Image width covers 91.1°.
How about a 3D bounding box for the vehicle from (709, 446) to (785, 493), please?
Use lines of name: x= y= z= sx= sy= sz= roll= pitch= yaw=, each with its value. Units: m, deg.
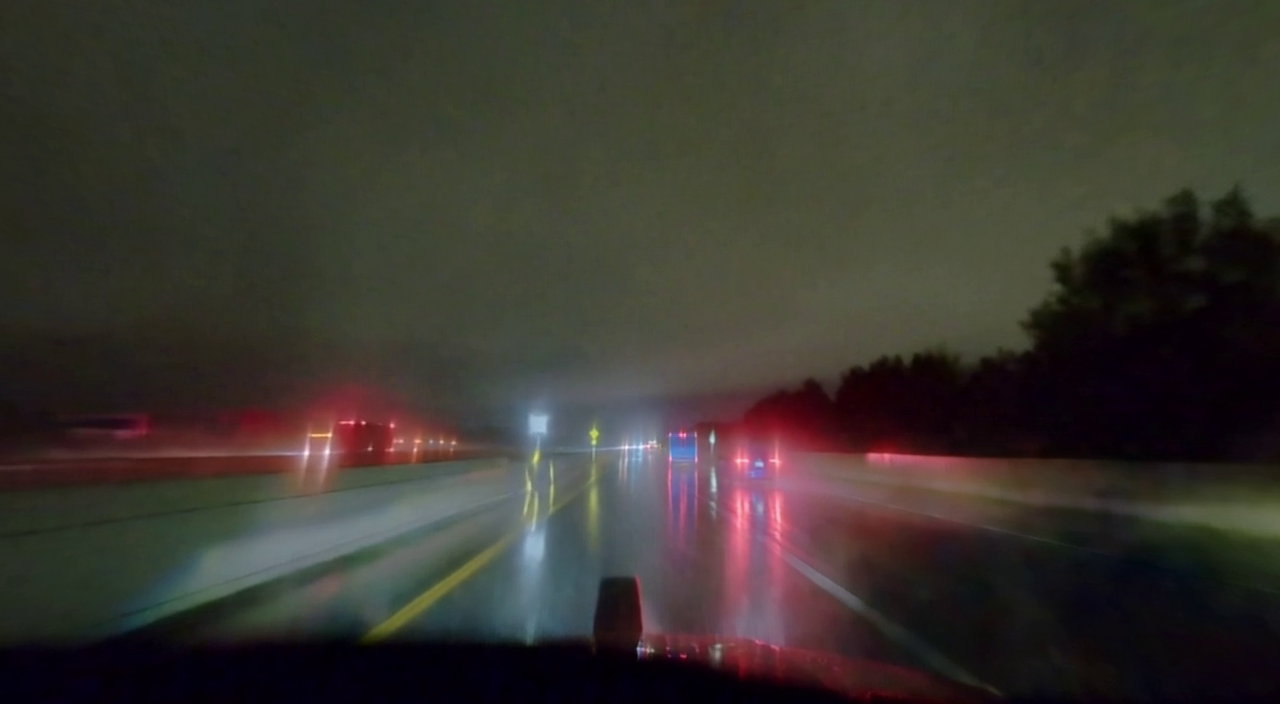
vehicle: x=3.593 y=4.019 z=21.790 sx=1.836 sy=1.459 sz=3.766 roll=0 pitch=-9 yaw=-2
